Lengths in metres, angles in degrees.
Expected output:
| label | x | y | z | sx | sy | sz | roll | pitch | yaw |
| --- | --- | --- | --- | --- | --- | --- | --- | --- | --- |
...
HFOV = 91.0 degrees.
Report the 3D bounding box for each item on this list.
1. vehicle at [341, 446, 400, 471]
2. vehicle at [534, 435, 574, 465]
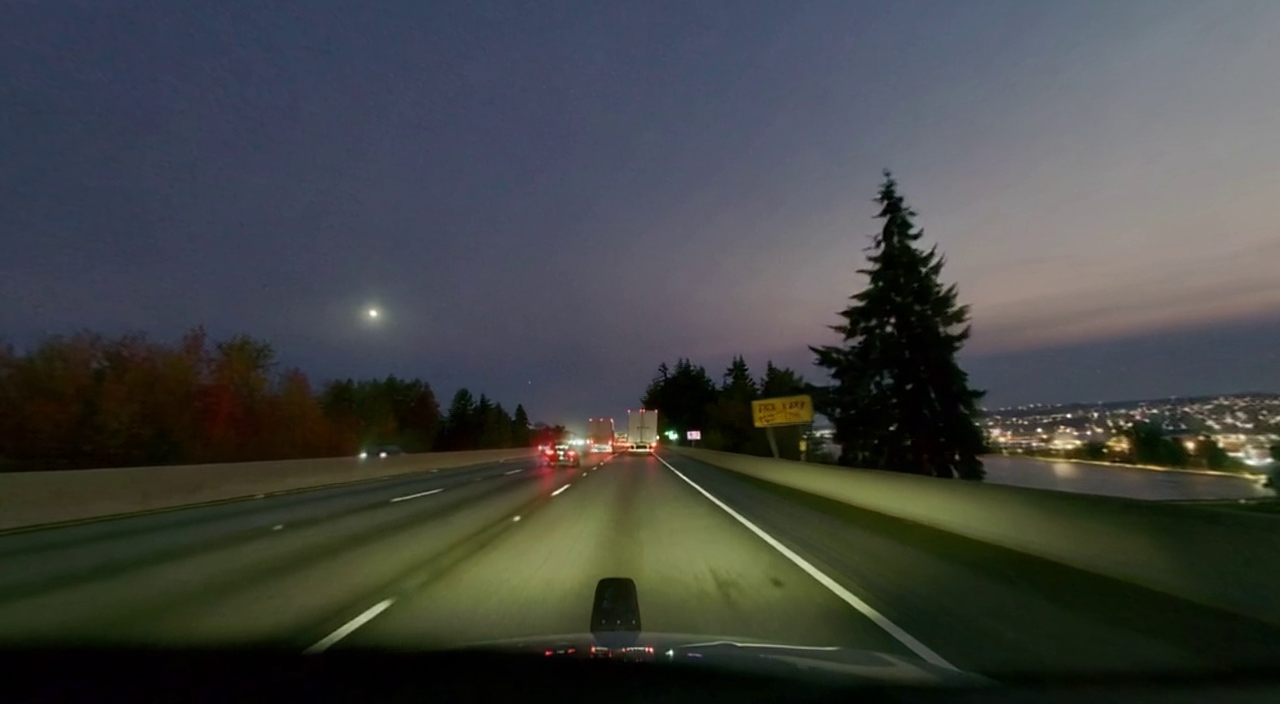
| label | x | y | z | sx | sy | sz | roll | pitch | yaw |
| --- | --- | --- | --- | --- | --- | --- | --- | --- | --- |
| vehicle | -19.011 | 7.529 | 44.651 | 1.976 | 1.575 | 5.075 | 0 | -8 | 0 |
| vehicle | -5.582 | 6.425 | 41.454 | 2.127 | 1.839 | 4.984 | 0 | -8 | -2 |
